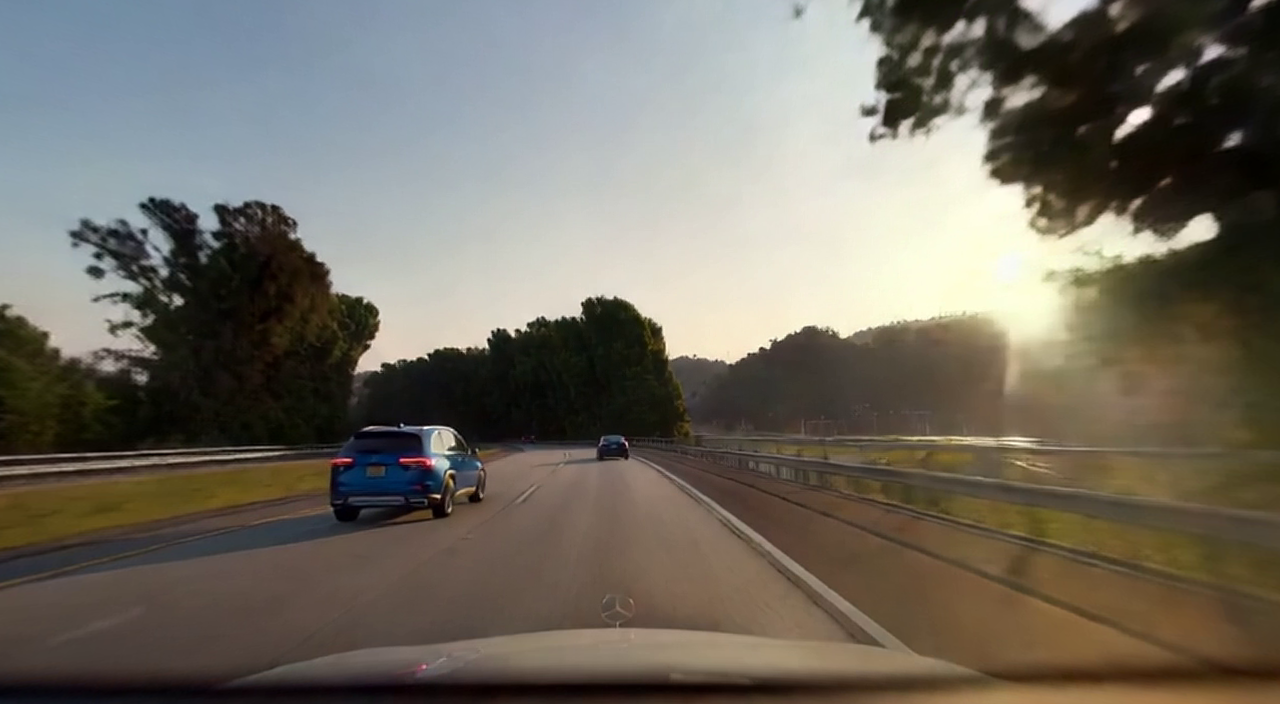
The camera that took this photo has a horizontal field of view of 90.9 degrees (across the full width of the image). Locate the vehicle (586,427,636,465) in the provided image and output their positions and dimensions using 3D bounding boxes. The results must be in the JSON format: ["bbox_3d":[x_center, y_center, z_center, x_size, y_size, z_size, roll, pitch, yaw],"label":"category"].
[{"bbox_3d":[-1.631,4.975,33.486,2.452,1.857,4.022,0,-7,-5],"label":"vehicle"}]

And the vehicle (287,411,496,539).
[{"bbox_3d":[-4.203,2.110,11.697,2.053,1.847,4.760,0,-7,-2],"label":"vehicle"}]
